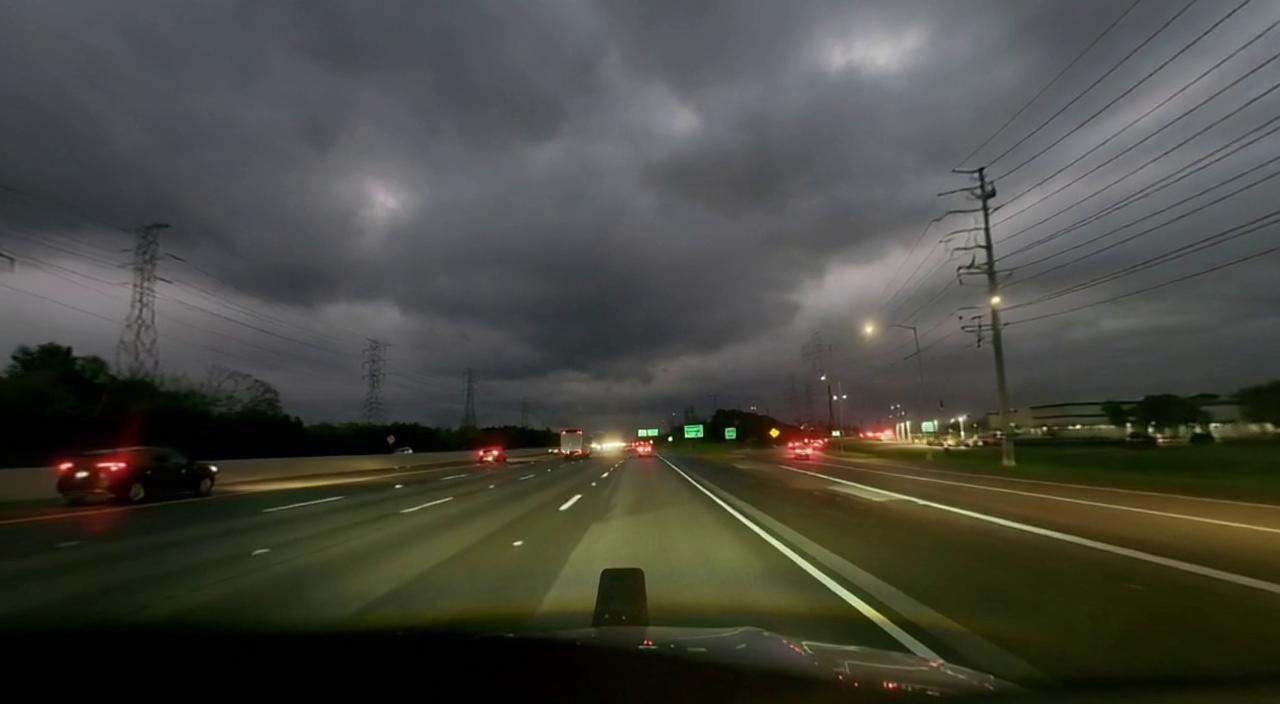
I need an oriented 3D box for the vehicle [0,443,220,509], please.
[{"bbox_3d":[-13.616,3.141,16.602,1.988,1.477,4.442,0,-8,1],"label":"vehicle"}]
